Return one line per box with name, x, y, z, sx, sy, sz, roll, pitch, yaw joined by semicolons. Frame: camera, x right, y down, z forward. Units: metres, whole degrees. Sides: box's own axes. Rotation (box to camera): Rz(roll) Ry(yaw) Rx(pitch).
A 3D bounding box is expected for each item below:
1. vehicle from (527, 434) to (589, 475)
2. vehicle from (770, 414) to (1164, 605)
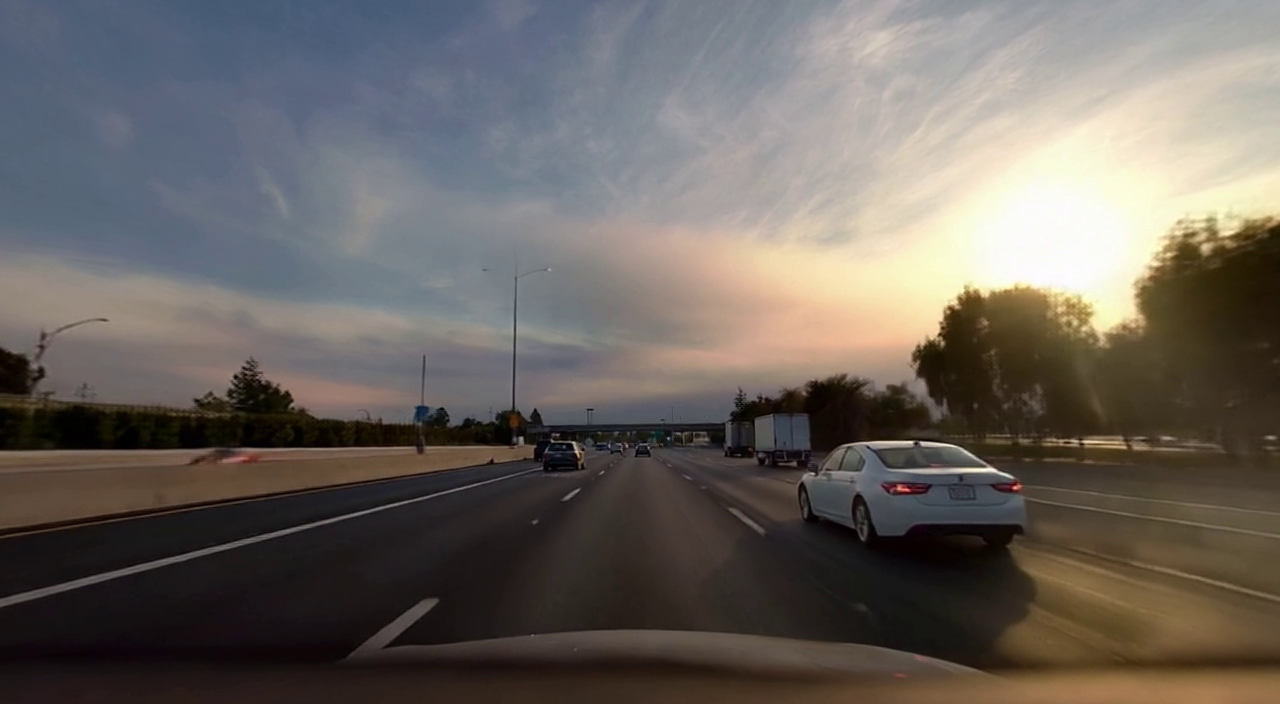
vehicle;-3.725;4.783;29.547;2.193;1.746;4.512;0;-9;1
vehicle;3.211;1.667;7.728;2.107;1.550;4.949;0;-9;-1
